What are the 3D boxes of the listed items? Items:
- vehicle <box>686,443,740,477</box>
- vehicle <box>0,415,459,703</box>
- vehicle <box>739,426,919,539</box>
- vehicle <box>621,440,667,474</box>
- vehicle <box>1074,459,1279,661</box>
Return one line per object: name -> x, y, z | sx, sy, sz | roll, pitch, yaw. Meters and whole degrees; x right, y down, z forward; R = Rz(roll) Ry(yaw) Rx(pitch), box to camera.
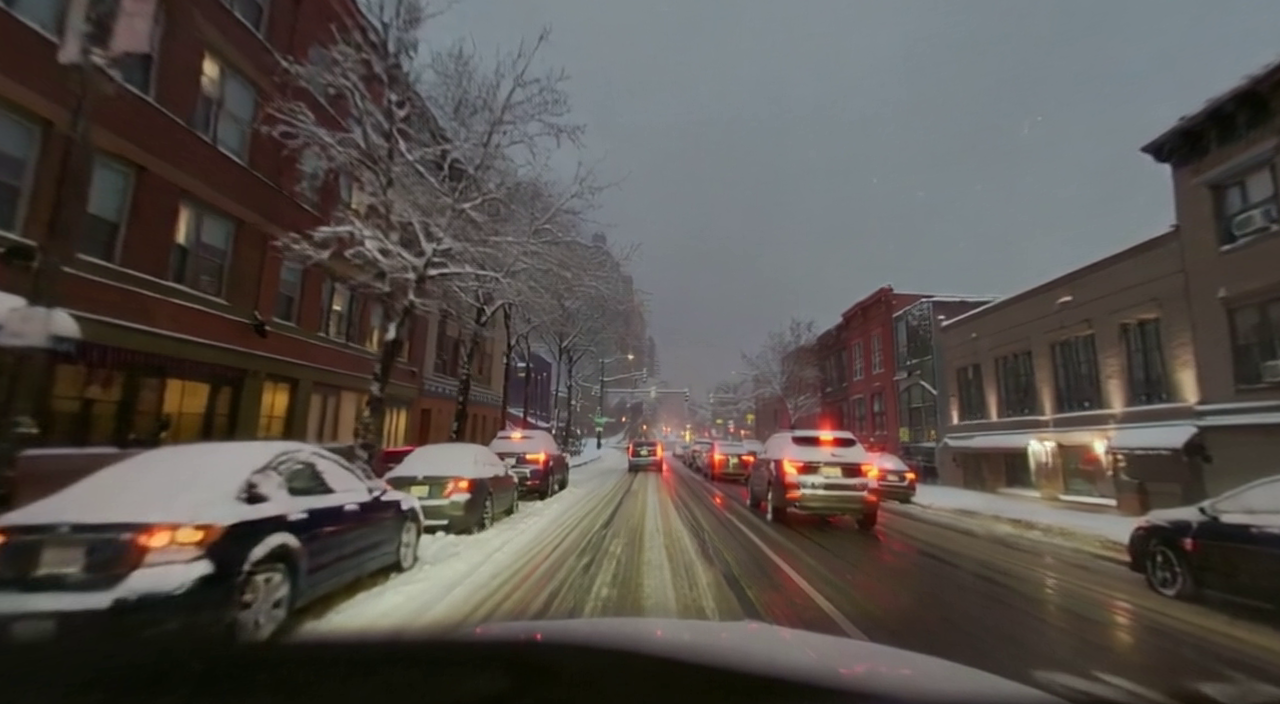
vehicle -> 3.351, 5.042, 29.677 | 1.966, 1.475, 4.528 | 0, -8, -1
vehicle -> -3.243, 1.388, 5.401 | 1.863, 1.466, 4.416 | 0, -8, 3
vehicle -> 3.252, 2.334, 11.921 | 2.002, 1.707, 4.547 | 0, -8, 0
vehicle -> 0.192, 4.812, 28.930 | 2.007, 1.460, 3.923 | 0, -8, 1
vehicle -> 6.362, 1.844, 5.683 | 1.913, 1.624, 4.116 | 0, -8, 1
